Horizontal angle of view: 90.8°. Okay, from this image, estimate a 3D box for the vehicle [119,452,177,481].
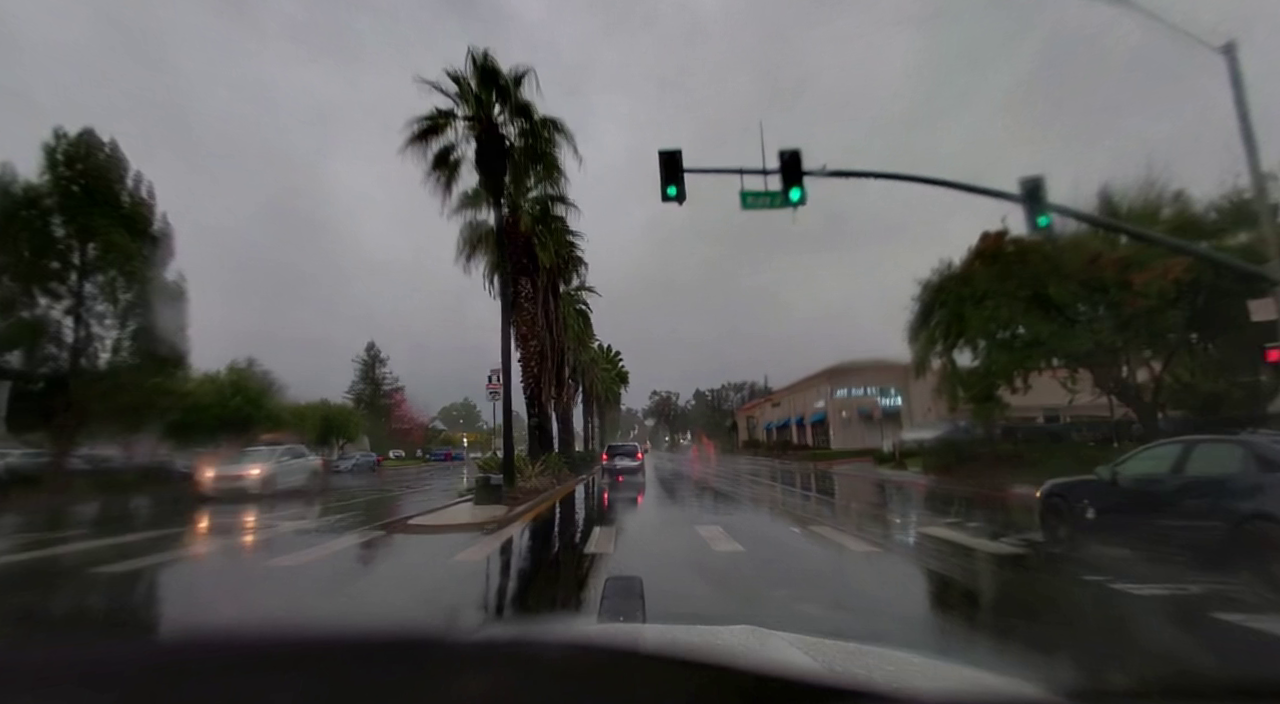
[{"bbox_3d":[-27.795,6.455,35.837,2.033,1.488,4.497,5,-10,-32],"label":"vehicle"}]

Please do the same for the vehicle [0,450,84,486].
[{"bbox_3d":[-32.039,5.936,32.674,2.031,1.736,5.062,0,-9,-1],"label":"vehicle"}]

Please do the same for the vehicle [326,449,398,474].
[{"bbox_3d":[-18.348,7.214,41.907,1.968,1.524,4.390,-2,-9,15],"label":"vehicle"}]

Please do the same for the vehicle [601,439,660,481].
[{"bbox_3d":[-0.349,4.181,24.716,2.106,1.496,3.964,0,-9,0],"label":"vehicle"}]

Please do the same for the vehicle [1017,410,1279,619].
[{"bbox_3d":[6.150,1.442,6.029,2.244,1.618,4.585,0,-9,0],"label":"vehicle"}]

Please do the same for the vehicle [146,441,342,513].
[{"bbox_3d":[-8.921,2.827,14.781,1.830,1.431,4.240,0,-9,0],"label":"vehicle"}]
